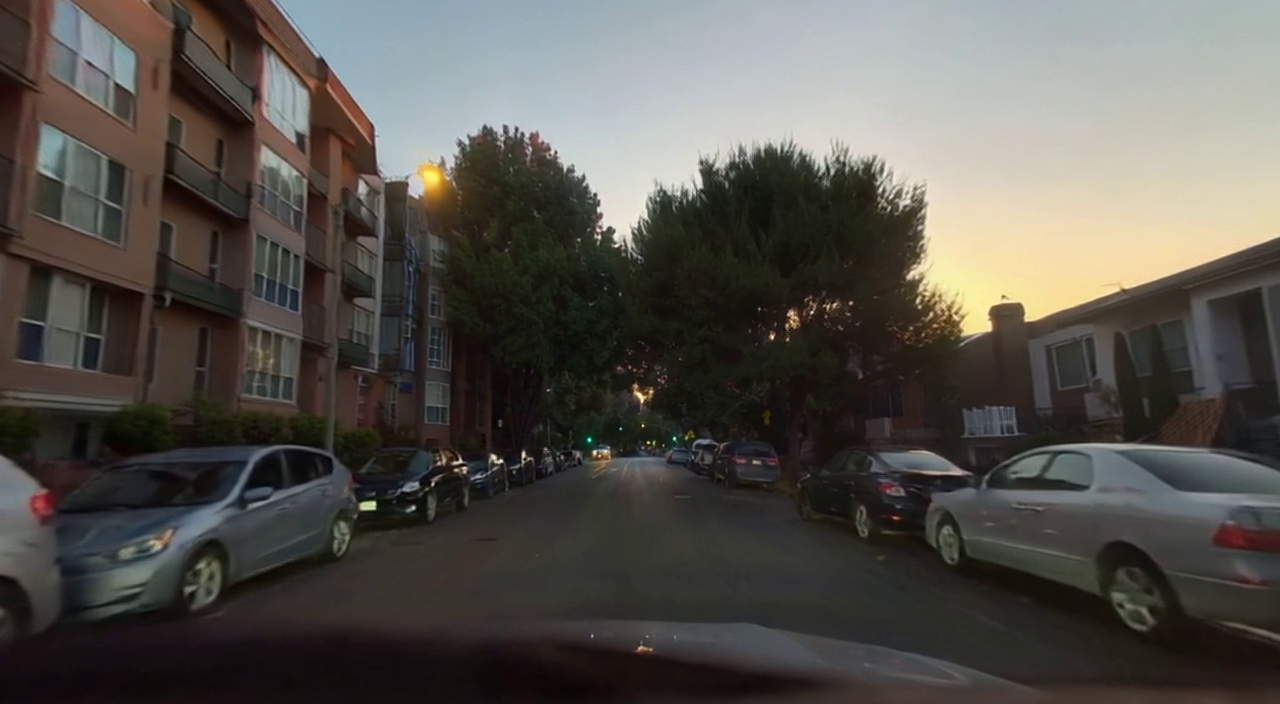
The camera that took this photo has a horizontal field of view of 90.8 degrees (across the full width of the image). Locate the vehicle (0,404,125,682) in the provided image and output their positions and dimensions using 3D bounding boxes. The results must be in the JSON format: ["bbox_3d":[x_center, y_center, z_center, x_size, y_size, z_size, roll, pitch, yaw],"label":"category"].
[{"bbox_3d":[-5.026,1.032,2.866,2.274,1.679,3.639,0,-8,0],"label":"vehicle"}]

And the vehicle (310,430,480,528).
[{"bbox_3d":[-4.964,2.614,13.648,1.922,1.728,4.628,0,-8,-2],"label":"vehicle"}]

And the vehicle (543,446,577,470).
[{"bbox_3d":[-5.388,7.207,43.207,1.647,1.481,4.433,0,-8,2],"label":"vehicle"}]

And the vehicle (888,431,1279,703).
[{"bbox_3d":[4.094,1.525,5.598,1.707,1.528,4.812,0,-8,-2],"label":"vehicle"}]

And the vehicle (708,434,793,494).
[{"bbox_3d":[3.603,3.762,21.621,1.912,1.781,5.159,0,-8,-1],"label":"vehicle"}]

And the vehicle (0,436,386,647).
[{"bbox_3d":[-4.876,1.786,7.268,2.049,1.509,4.783,-2,-7,-2],"label":"vehicle"}]
